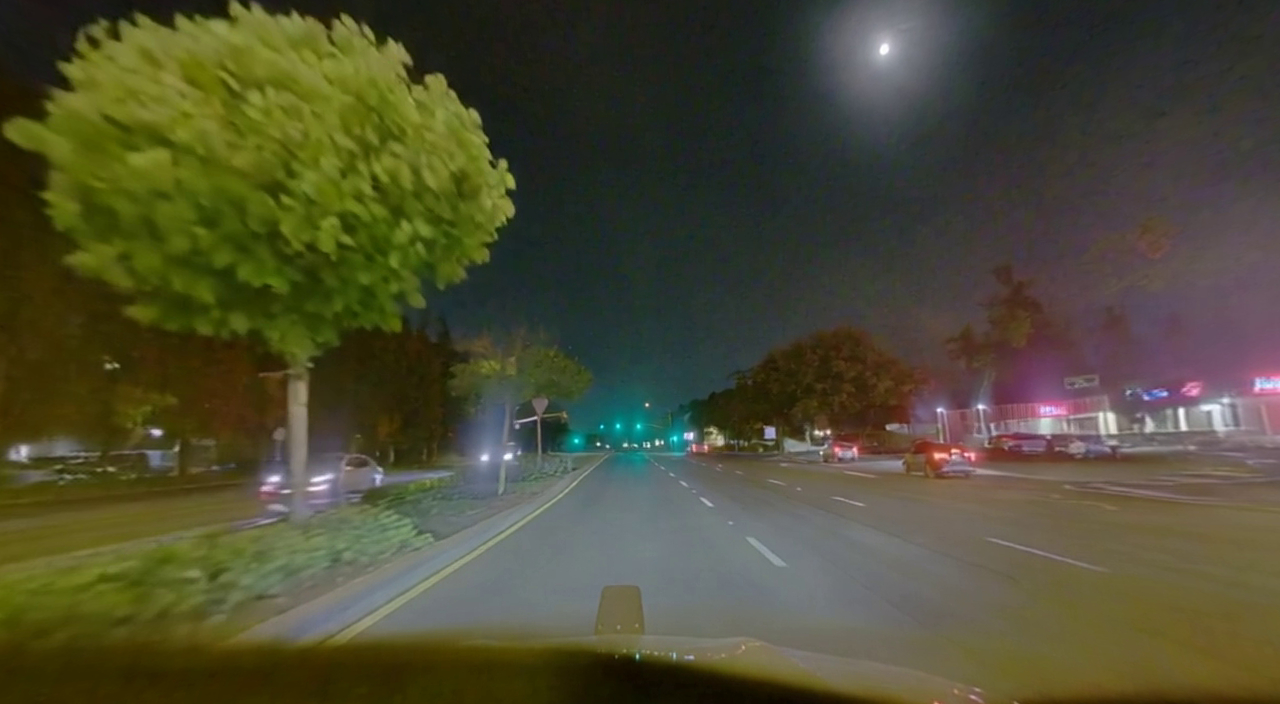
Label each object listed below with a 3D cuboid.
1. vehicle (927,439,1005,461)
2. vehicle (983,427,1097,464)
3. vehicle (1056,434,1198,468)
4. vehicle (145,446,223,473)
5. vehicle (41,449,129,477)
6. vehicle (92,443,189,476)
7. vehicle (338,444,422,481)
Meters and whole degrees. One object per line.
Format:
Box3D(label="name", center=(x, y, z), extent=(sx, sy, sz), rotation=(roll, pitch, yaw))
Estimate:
Box3D(label="vehicle", center=(22.402, 6.743, 43.531), extent=(4.389, 1.429, 1.804), rotation=(0, -8, -1))
Box3D(label="vehicle", center=(22.681, 5.311, 35.986), extent=(4.824, 1.976, 2.281), rotation=(-1, -8, 2))
Box3D(label="vehicle", center=(22.363, 4.556, 29.159), extent=(4.724, 1.471, 2.203), rotation=(0, -8, -2))
Box3D(label="vehicle", center=(-27.764, 6.545, 38.646), extent=(1.811, 1.482, 3.982), rotation=(0, -8, -1))
Box3D(label="vehicle", center=(-33.182, 6.625, 37.937), extent=(1.864, 1.489, 3.832), rotation=(0, -8, -3))
Box3D(label="vehicle", center=(-30.271, 6.494, 38.514), extent=(2.037, 1.724, 4.785), rotation=(-3, -8, -1))
Box3D(label="vehicle", center=(-11.763, 4.992, 28.940), extent=(1.937, 1.508, 4.650), rotation=(0, -8, -1))
